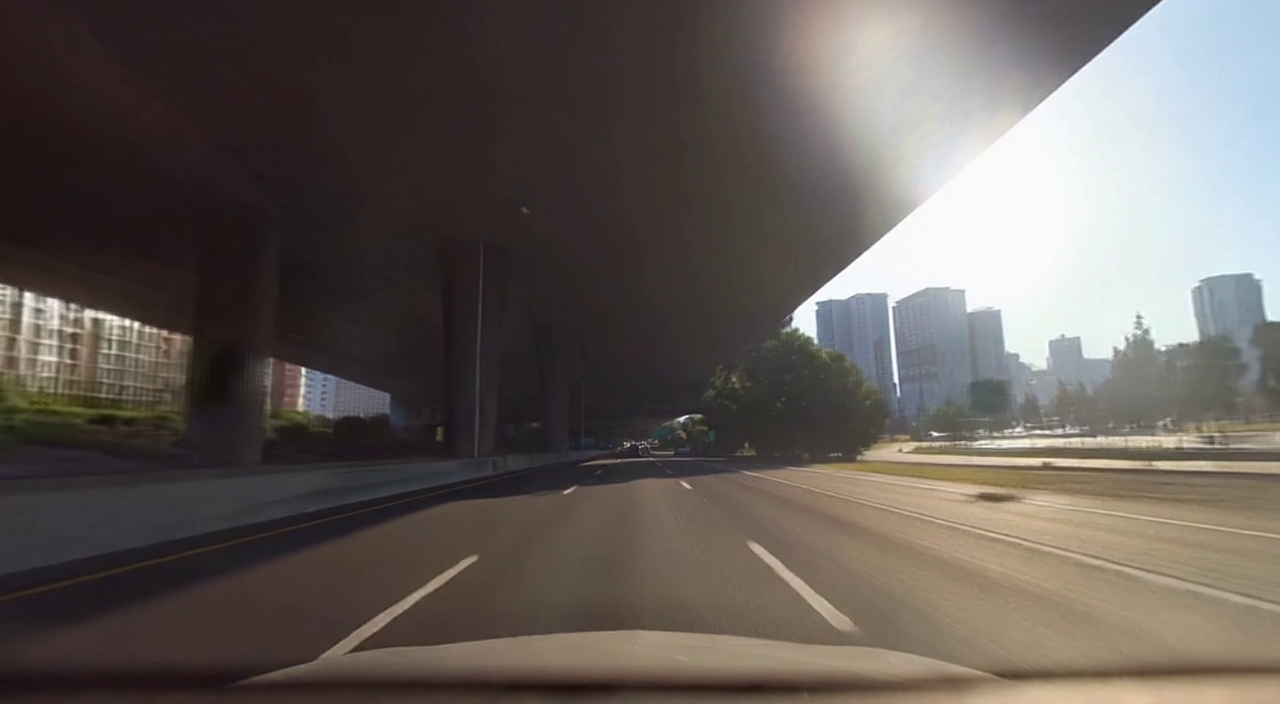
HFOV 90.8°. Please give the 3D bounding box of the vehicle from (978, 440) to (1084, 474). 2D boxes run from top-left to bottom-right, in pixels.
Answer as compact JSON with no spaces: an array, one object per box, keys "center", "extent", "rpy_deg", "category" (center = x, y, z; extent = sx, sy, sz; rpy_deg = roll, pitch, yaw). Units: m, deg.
[{"center":[18.266,4.900,29.824],"extent":[2.059,1.457,4.537],"rpy_deg":[0,-8,-1],"category":"vehicle"}]
